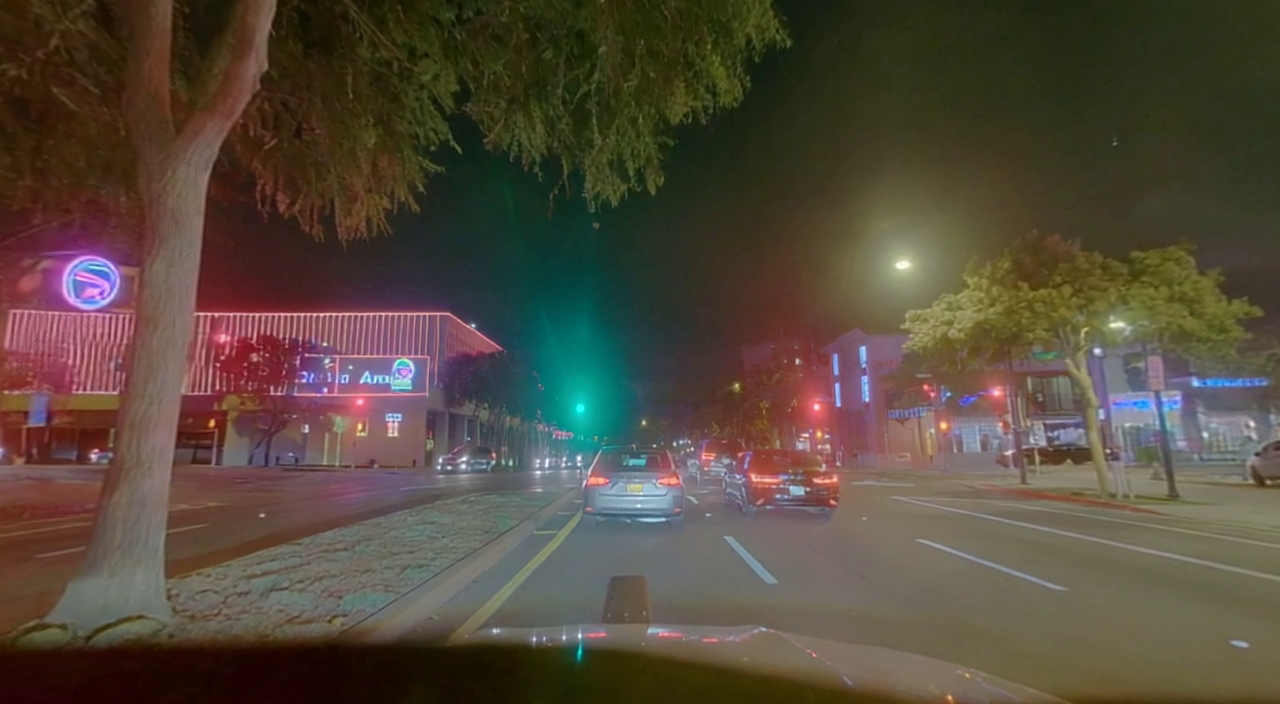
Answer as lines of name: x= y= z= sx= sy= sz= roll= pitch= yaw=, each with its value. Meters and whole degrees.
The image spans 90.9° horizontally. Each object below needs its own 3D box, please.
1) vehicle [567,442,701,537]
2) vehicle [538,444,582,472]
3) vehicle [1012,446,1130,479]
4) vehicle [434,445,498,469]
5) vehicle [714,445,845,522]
vehicle: x=-0.125 y=2.469 z=11.997 sx=2.087 sy=1.456 sz=4.143 roll=0 pitch=-8 yaw=-1
vehicle: x=-5.171 y=6.917 z=41.251 sx=2.192 sy=1.708 sz=4.291 roll=-1 pitch=-9 yaw=2
vehicle: x=22.348 y=5.746 z=32.814 sx=4.610 sy=1.622 sz=1.934 roll=-1 pitch=-9 yaw=4
vehicle: x=-13.543 y=8.239 z=49.506 sx=2.098 sy=1.748 sz=5.353 roll=-3 pitch=-9 yaw=19
vehicle: x=2.918 y=2.827 z=14.214 sx=1.893 sy=1.446 sz=4.270 roll=0 pitch=-8 yaw=-1
